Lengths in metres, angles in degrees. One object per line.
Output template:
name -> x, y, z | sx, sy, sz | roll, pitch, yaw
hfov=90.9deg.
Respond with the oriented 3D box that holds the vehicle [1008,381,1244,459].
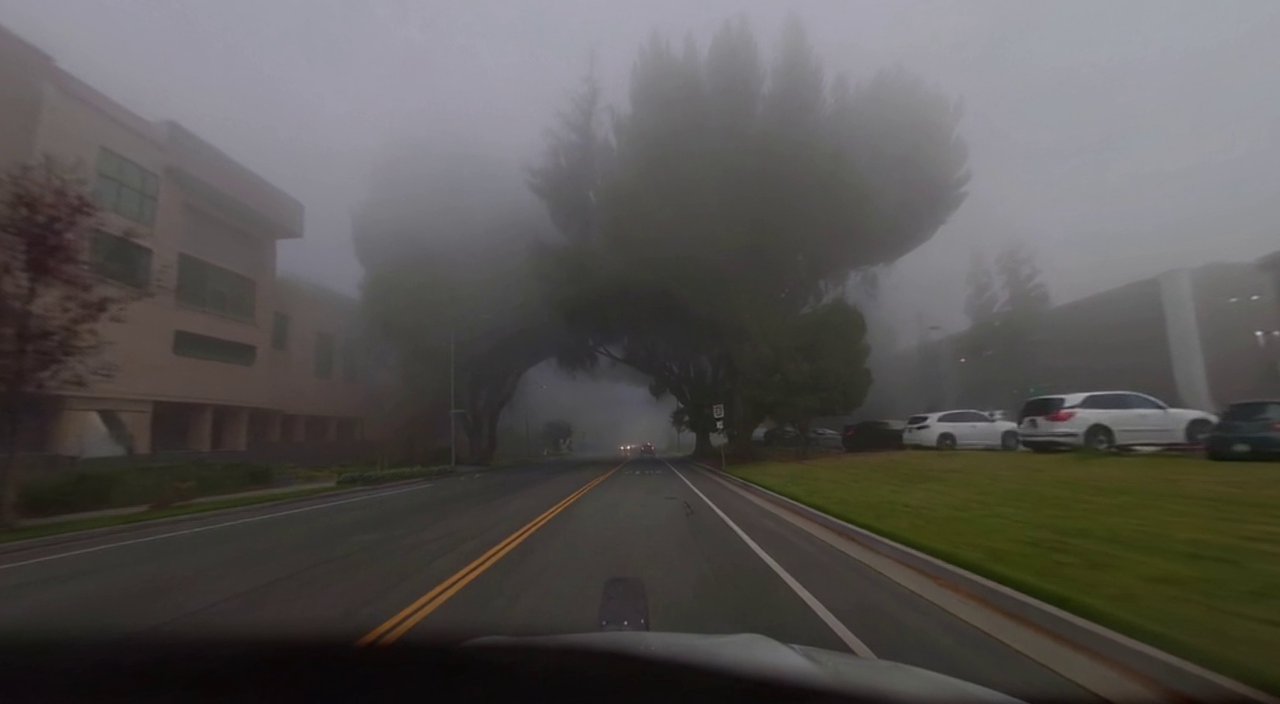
vehicle -> 12.298, 1.789, 16.156 | 4.540, 1.824, 1.965 | 1, -8, -6
